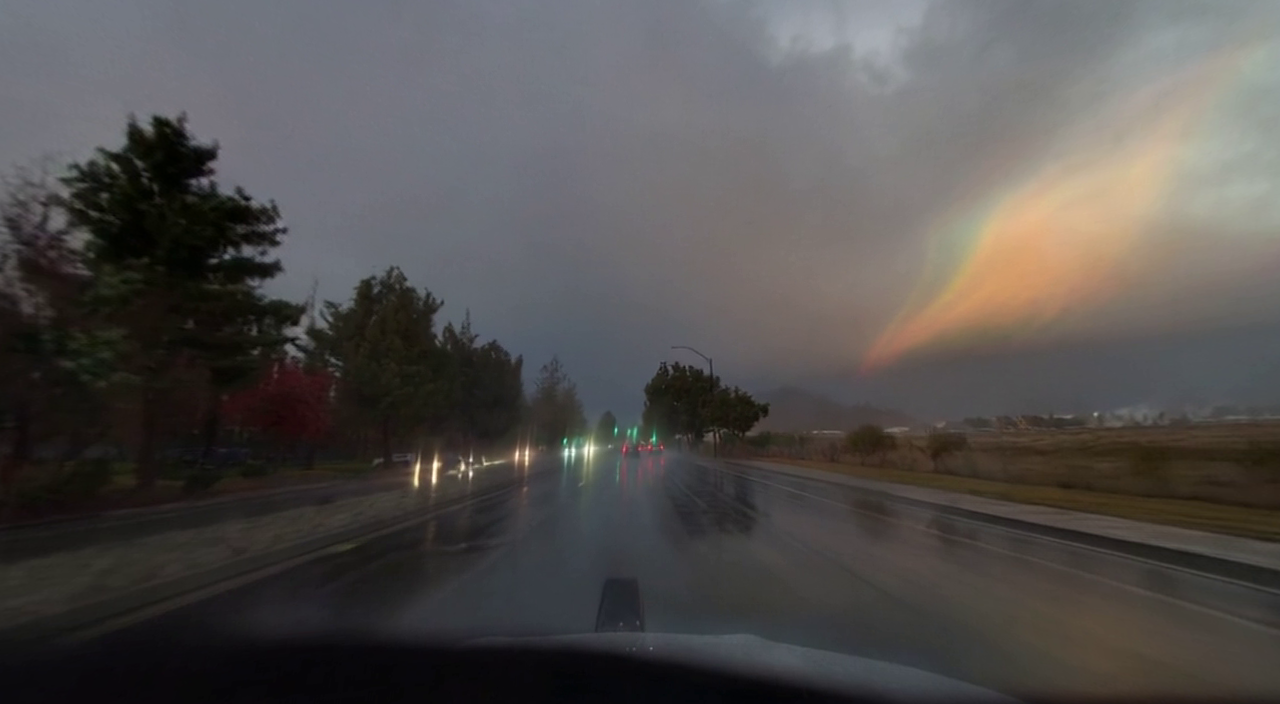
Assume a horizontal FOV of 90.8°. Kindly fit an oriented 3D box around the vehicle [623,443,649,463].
[{"bbox_3d":[-0.350,7.915,49.547,1.984,1.439,4.171,0,-9,-1],"label":"vehicle"}]
